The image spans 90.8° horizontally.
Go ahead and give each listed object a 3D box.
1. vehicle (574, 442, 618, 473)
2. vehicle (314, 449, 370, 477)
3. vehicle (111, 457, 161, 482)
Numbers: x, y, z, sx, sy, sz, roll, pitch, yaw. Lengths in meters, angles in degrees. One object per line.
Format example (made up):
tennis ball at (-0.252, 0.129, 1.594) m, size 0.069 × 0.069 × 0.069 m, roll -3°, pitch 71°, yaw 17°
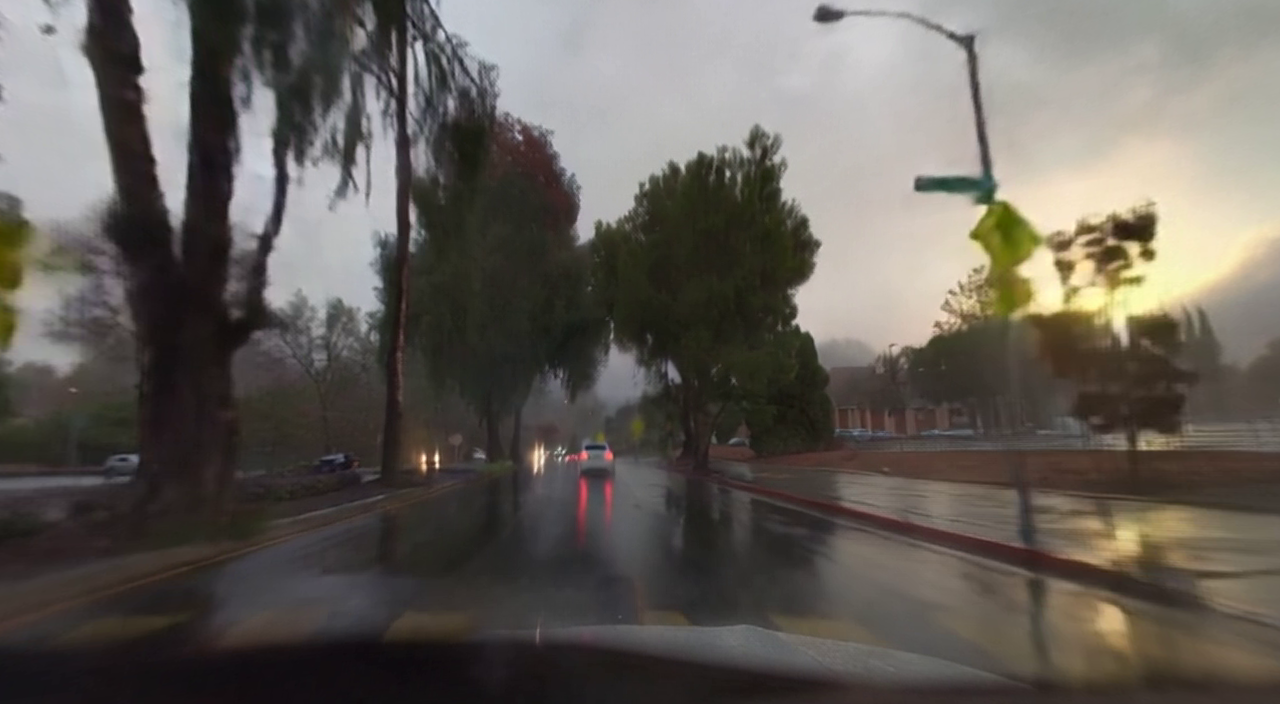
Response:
vehicle at (-2.265, 5.459, 32.969) m, size 2.142 × 1.501 × 4.273 m, roll 0°, pitch -9°, yaw -4°
vehicle at (-21.846, 8.123, 46.537) m, size 2.109 × 1.858 × 5.253 m, roll 1°, pitch -9°, yaw -7°
vehicle at (-34.724, 8.052, 43.611) m, size 1.809 × 1.551 × 4.352 m, roll 4°, pitch -10°, yaw -27°
